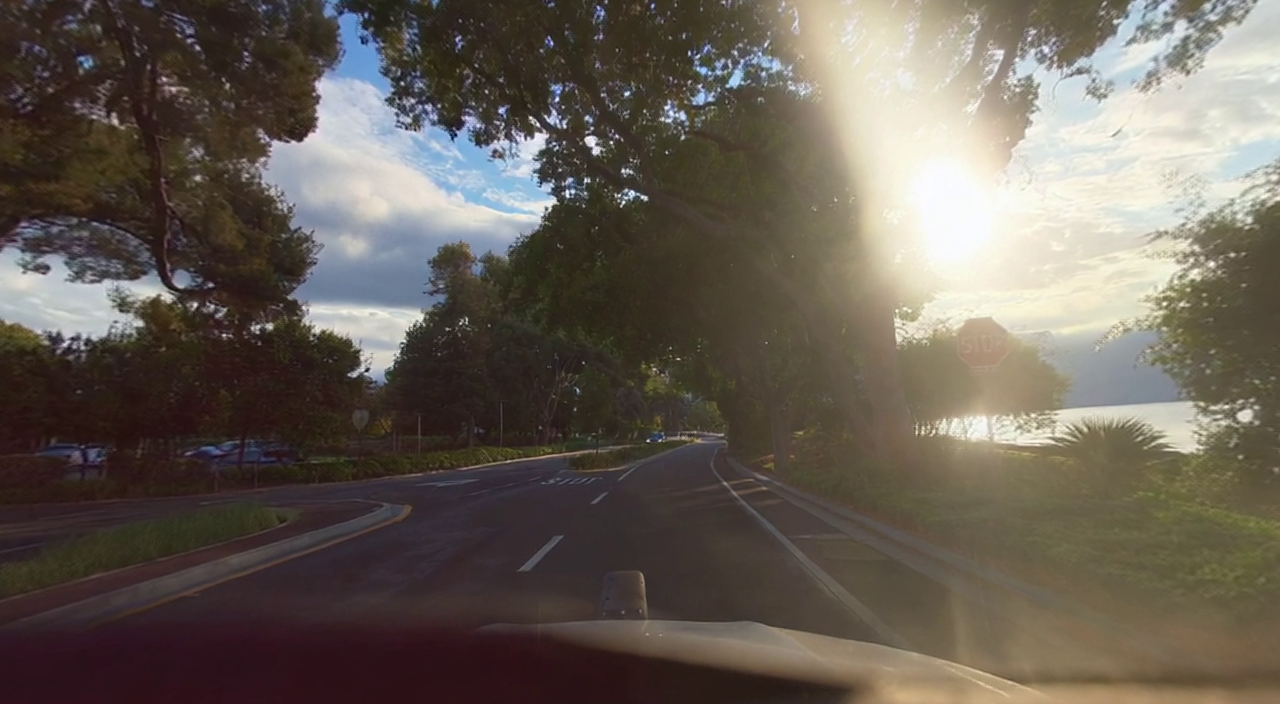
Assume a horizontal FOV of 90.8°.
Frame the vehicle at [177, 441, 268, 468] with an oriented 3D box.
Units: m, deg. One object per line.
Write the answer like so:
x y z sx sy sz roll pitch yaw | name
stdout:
-24.807 6.097 37.632 4.007 1.459 1.952 -1 -9 0 | vehicle

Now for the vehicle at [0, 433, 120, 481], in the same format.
-28.356 5.080 30.617 4.733 1.892 1.939 -4 -4 2 | vehicle
